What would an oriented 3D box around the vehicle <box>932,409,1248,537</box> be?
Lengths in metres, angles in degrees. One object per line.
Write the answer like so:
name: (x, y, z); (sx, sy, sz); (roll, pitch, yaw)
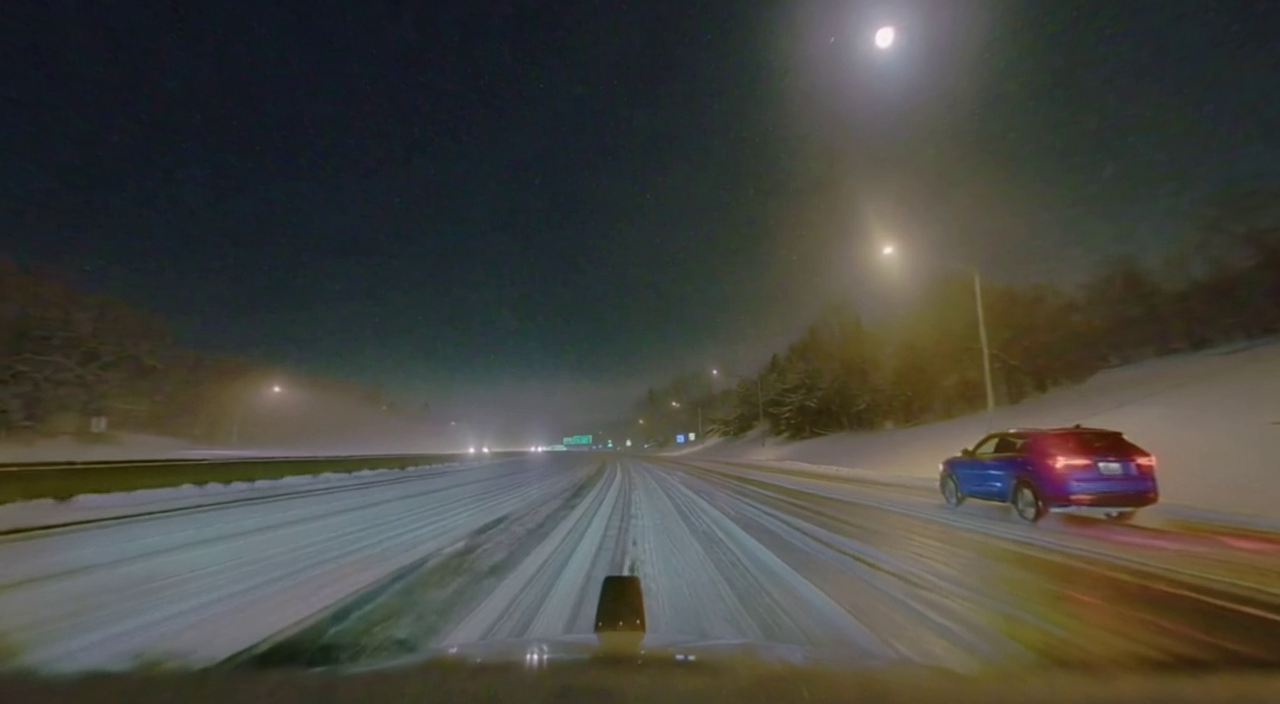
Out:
vehicle: (7.149, 1.973, 10.808); (2.091, 1.711, 4.383); (0, -9, -1)
